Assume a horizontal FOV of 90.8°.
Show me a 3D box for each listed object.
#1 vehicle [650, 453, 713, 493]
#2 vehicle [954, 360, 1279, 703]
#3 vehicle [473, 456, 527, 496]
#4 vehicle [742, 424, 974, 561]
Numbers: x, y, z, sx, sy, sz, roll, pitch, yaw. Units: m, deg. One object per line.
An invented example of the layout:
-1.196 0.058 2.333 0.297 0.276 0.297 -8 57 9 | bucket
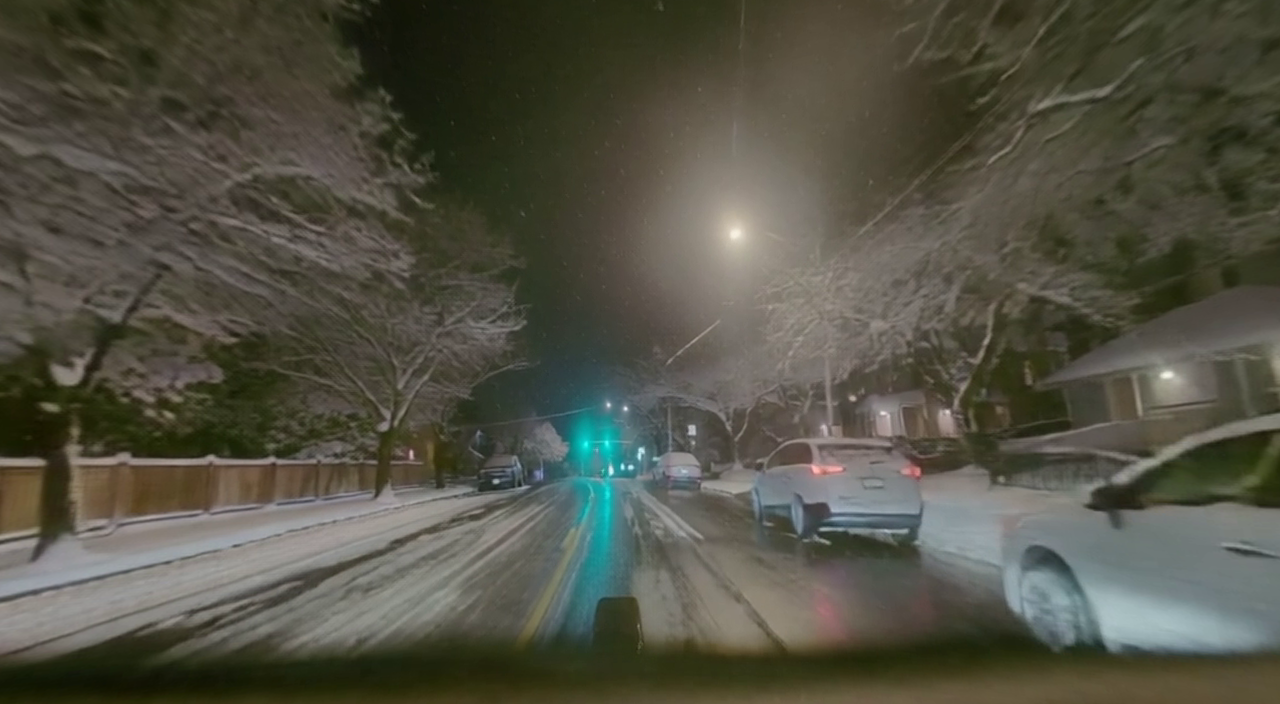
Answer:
1.893 5.784 30.564 2.163 1.742 4.239 1 -9 -8 | vehicle
3.467 0.910 2.614 1.970 1.709 4.568 -1 -9 0 | vehicle
-6.885 6.110 31.492 2.051 1.575 4.581 -2 -7 -5 | vehicle
3.270 2.208 10.754 1.990 1.753 4.783 0 -9 -3 | vehicle
